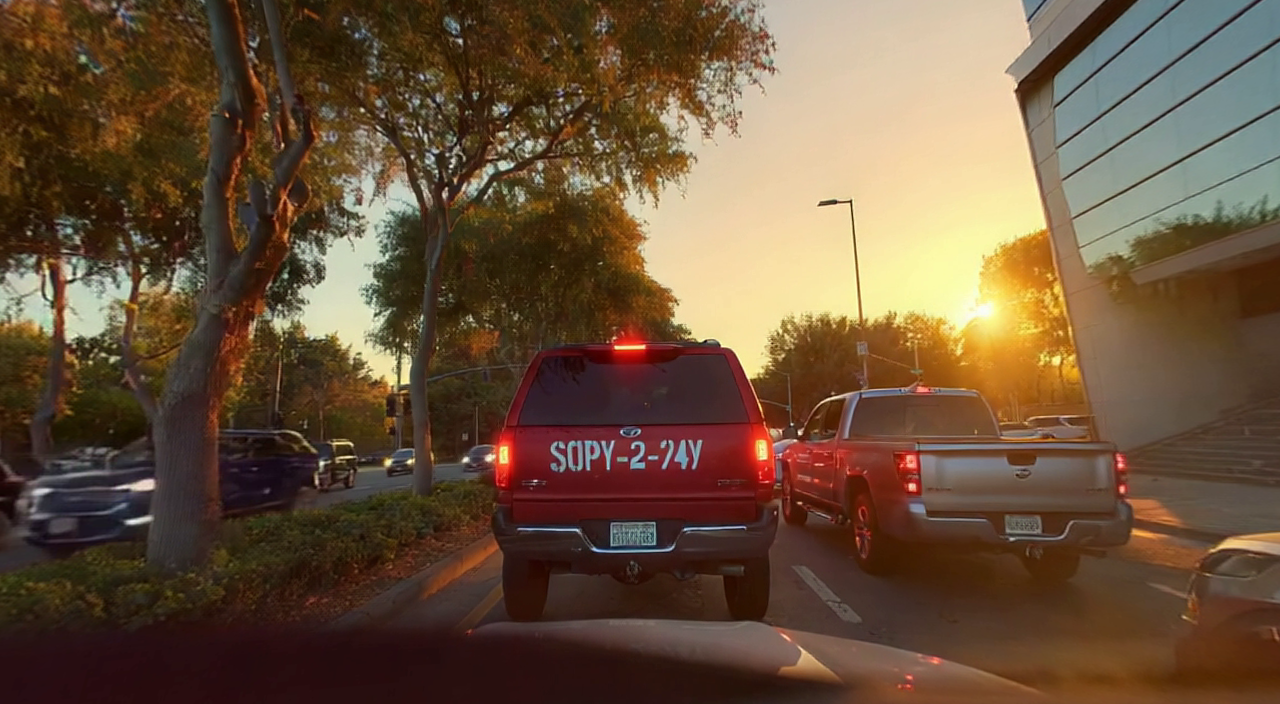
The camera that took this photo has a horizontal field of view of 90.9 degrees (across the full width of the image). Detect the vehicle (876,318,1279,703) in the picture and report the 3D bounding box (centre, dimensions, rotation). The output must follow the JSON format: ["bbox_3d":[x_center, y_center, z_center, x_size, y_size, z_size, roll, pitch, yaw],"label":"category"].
[{"bbox_3d":[3.081,0.982,3.470,2.022,1.700,4.410,0,-8,3],"label":"vehicle"}]

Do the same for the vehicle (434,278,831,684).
[{"bbox_3d":[0.011,1.035,5.936,2.267,2.372,4.366,0,-8,2],"label":"vehicle"}]

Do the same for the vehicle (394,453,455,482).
[{"bbox_3d":[-15.241,8.151,44.937,2.214,1.815,5.613,0,-8,2],"label":"vehicle"}]

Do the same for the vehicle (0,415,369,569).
[{"bbox_3d":[-9.067,2.761,13.757,2.873,2.199,8.099,-4,-8,-1],"label":"vehicle"}]
